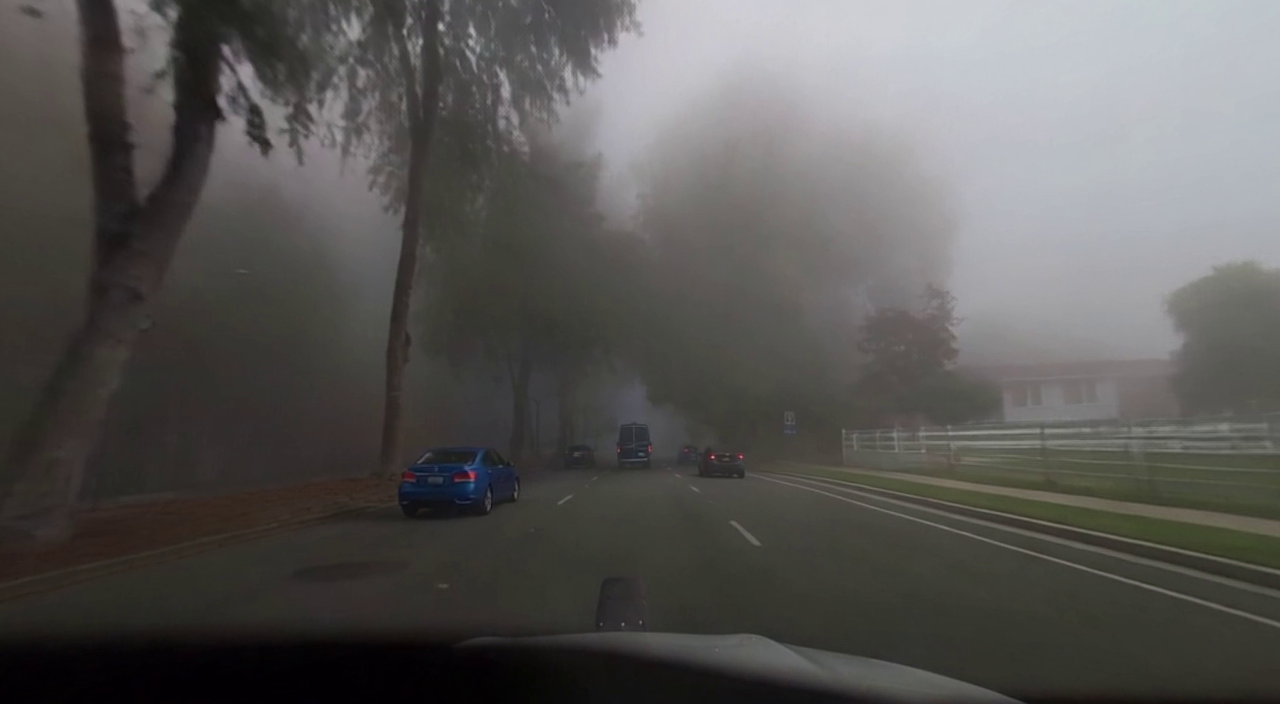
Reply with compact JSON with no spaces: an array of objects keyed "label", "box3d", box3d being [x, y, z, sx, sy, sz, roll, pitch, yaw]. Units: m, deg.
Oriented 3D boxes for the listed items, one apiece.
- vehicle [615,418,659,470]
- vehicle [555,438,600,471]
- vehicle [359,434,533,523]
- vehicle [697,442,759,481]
[{"label":"vehicle","box3d":[-0.153,5.290,36.010,2.311,2.726,5.814,0,-8,0]},{"label":"vehicle","box3d":[-3.468,5.784,35.590,2.021,1.715,4.329,0,-8,1]},{"label":"vehicle","box3d":[-3.682,2.486,12.997,2.036,1.474,4.647,0,-8,1]},{"label":"vehicle","box3d":[3.576,4.514,26.298,1.945,1.469,4.258,0,-8,0]}]
